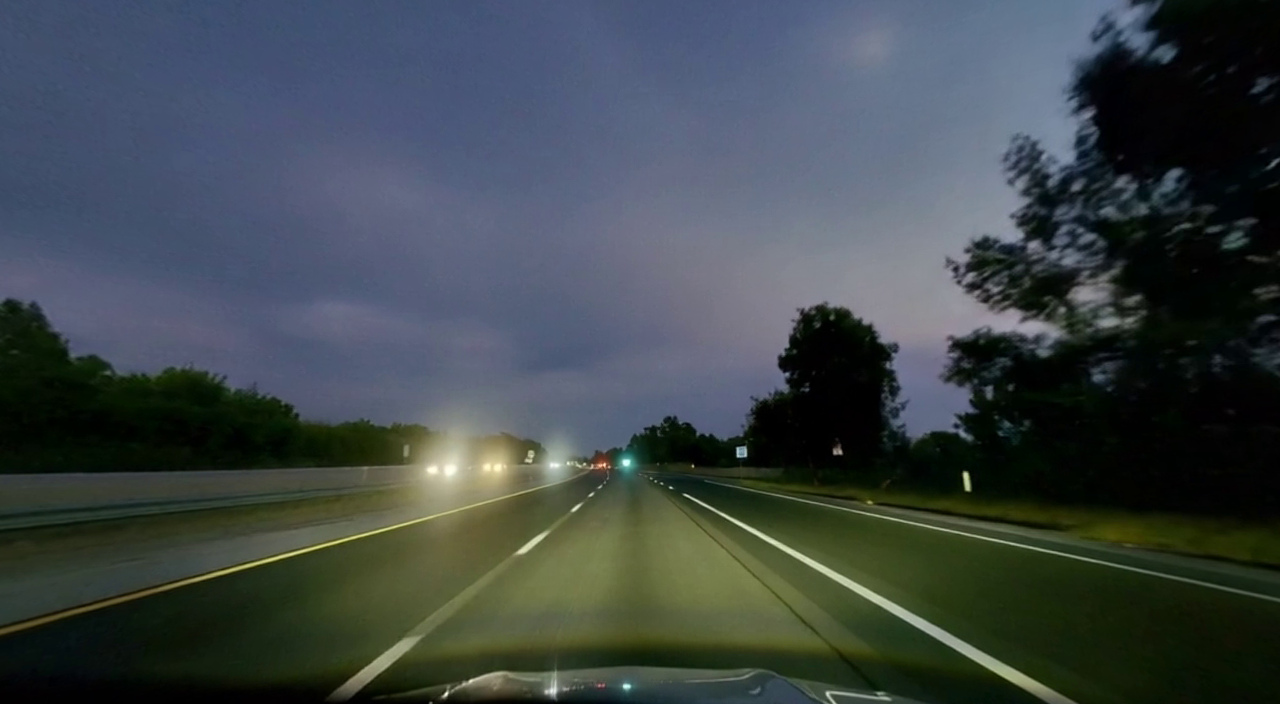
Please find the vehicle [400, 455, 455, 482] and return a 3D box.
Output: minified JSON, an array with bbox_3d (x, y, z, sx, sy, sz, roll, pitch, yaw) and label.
[{"bbox_3d":[-12.844,7.089,38.383,1.869,1.509,4.350,1,-10,-1],"label":"vehicle"}]
